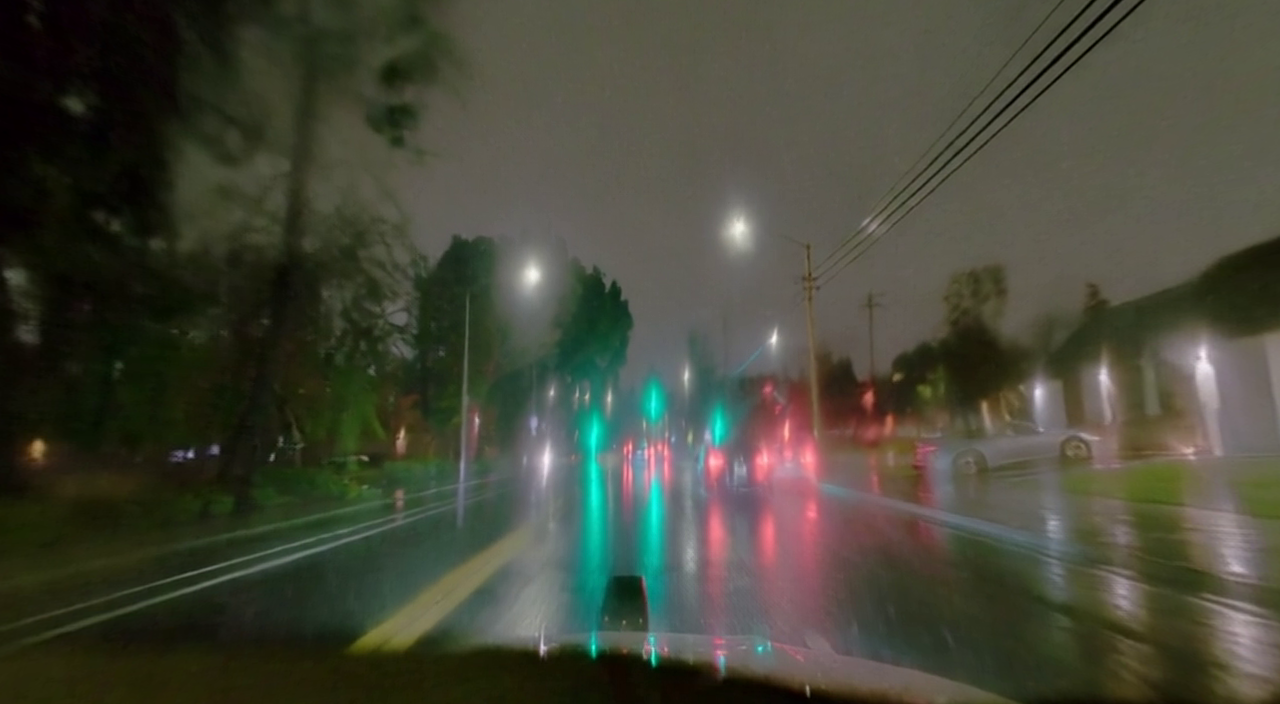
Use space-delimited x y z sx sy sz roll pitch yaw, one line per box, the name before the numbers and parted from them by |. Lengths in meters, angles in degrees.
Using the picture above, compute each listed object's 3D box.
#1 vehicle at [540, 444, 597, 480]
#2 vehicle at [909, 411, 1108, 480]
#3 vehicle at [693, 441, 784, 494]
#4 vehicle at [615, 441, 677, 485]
vehicle | -3.146 4.923 28.633 2.012 1.505 4.205 0 -8 2
vehicle | 13.802 3.527 23.944 5.929 1.970 2.381 -5 -8 -2
vehicle | 2.992 3.622 20.273 2.158 1.483 4.415 0 -8 -1
vehicle | 0.186 4.070 23.461 2.101 1.467 4.210 0 -8 0
